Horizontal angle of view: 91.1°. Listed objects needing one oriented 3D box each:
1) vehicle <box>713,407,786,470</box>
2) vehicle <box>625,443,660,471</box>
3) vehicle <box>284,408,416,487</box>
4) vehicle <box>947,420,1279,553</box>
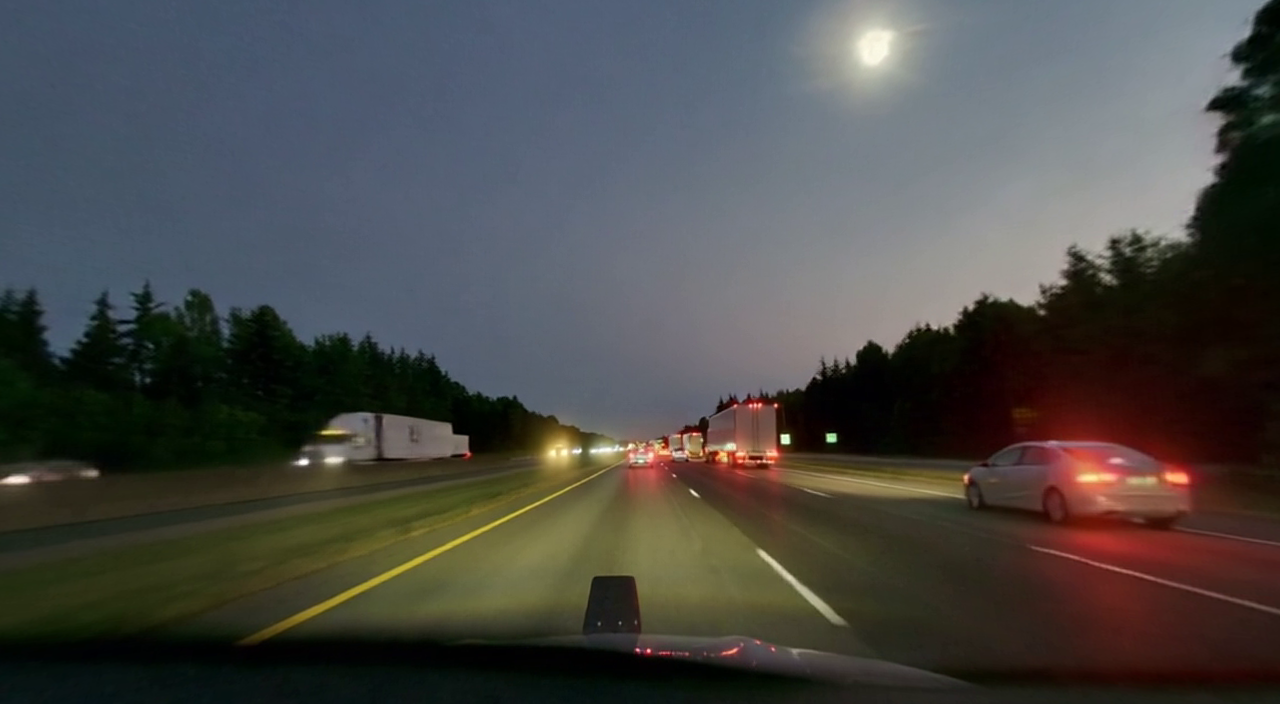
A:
[{"bbox_3d":[7.936,6.718,47.902,3.044,4.073,14.016,0,-9,0],"label":"vehicle"},{"bbox_3d":[0.151,6.659,39.983,2.114,1.706,4.106,0,-9,0],"label":"vehicle"},{"bbox_3d":[-16.824,5.729,37.645,2.898,4.029,10.158,0,-9,1],"label":"vehicle"},{"bbox_3d":[7.247,2.050,10.267,2.011,1.638,4.737,0,-9,0],"label":"vehicle"}]
